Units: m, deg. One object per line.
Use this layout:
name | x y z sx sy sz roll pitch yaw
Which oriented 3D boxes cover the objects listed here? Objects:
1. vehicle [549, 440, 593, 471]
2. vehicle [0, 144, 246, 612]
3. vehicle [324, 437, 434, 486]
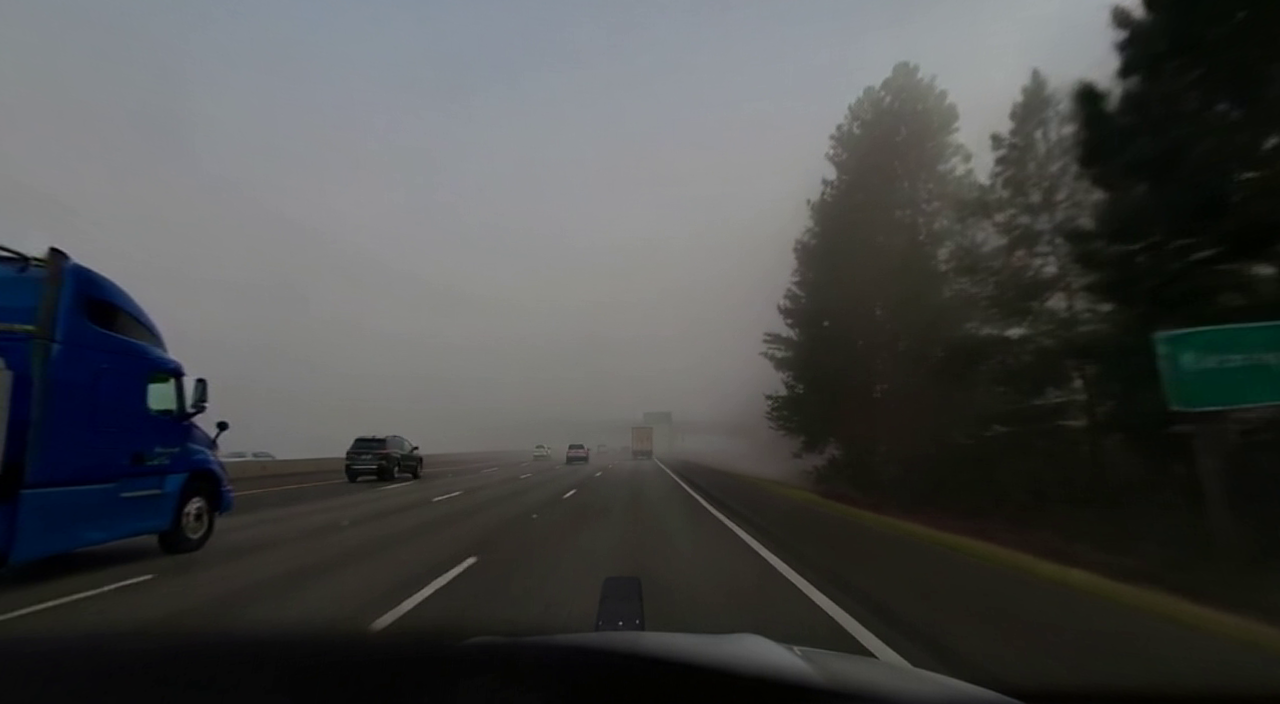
vehicle | -4.027 6.147 37.481 2.094 1.695 4.260 0 -9 1
vehicle | -7.005 -0.101 3.190 3.303 3.868 10.298 0 -9 0
vehicle | -10.327 4.368 25.497 2.146 1.764 5.510 0 -9 -1
